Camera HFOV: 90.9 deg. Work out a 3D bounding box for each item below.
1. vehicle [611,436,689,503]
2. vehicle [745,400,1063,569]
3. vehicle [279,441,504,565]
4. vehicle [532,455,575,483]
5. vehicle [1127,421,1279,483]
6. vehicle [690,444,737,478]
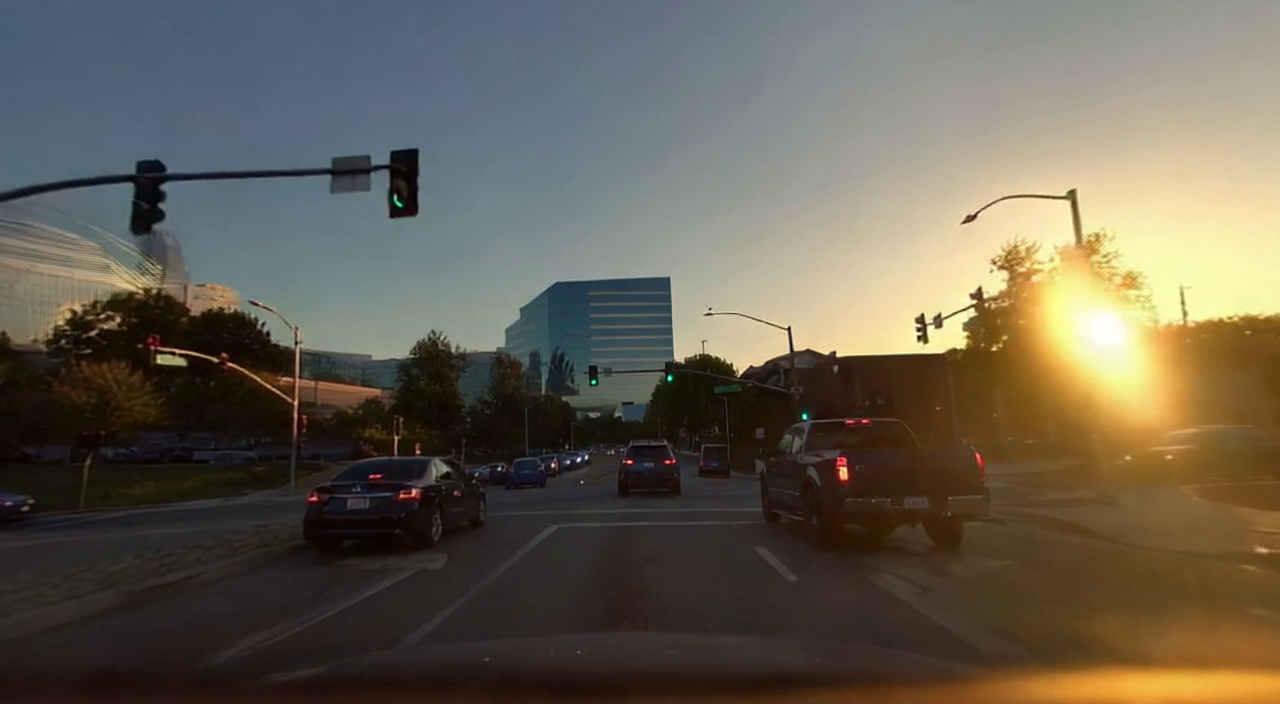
[{"bbox_3d":[0.317,3.441,18.963,2.113,1.768,3.901,-1,-8,2],"label":"vehicle"},{"bbox_3d":[3.422,1.884,10.008,2.571,1.857,5.841,0,-8,1],"label":"vehicle"},{"bbox_3d":[-3.586,2.208,10.235,1.909,1.476,4.751,0,-8,-3],"label":"vehicle"},{"bbox_3d":[-5.187,7.084,38.383,1.882,1.342,3.755,-5,-8,2],"label":"vehicle"},{"bbox_3d":[19.860,3.378,21.658,4.437,1.863,2.068,-2,-6,1],"label":"vehicle"},{"bbox_3d":[4.556,6.880,40.242,2.408,1.908,5.355,0,-8,1],"label":"vehicle"}]
